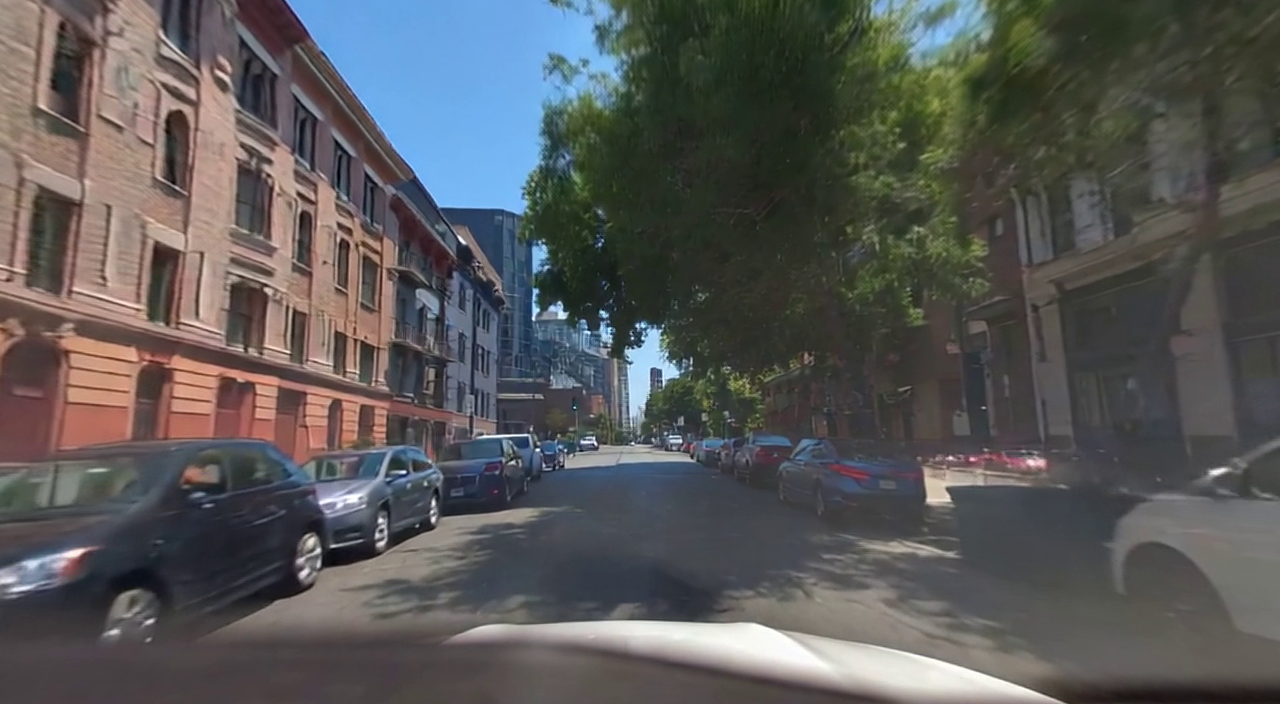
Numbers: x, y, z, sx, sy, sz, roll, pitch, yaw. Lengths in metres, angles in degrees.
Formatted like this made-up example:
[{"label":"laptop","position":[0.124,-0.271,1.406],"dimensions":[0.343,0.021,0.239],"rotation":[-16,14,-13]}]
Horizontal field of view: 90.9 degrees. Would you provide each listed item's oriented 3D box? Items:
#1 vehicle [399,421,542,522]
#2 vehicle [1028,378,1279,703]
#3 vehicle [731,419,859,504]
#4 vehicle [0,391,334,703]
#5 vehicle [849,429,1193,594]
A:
[{"label":"vehicle","position":[-3.598,2.529,14.310],"dimensions":[2.027,1.640,4.444],"rotation":[2,-3,-1]},{"label":"vehicle","position":[3.846,0.859,2.408],"dimensions":[1.842,1.589,4.216],"rotation":[0,-8,-3]},{"label":"vehicle","position":[3.660,2.670,15.874],"dimensions":[1.879,1.802,4.574],"rotation":[0,-8,-2]},{"label":"vehicle","position":[-3.603,1.080,4.161],"dimensions":[1.745,1.584,2.878],"rotation":[2,-3,-2]},{"label":"vehicle","position":[3.963,1.649,7.382],"dimensions":[1.718,1.427,3.585],"rotation":[0,-8,-1]}]
